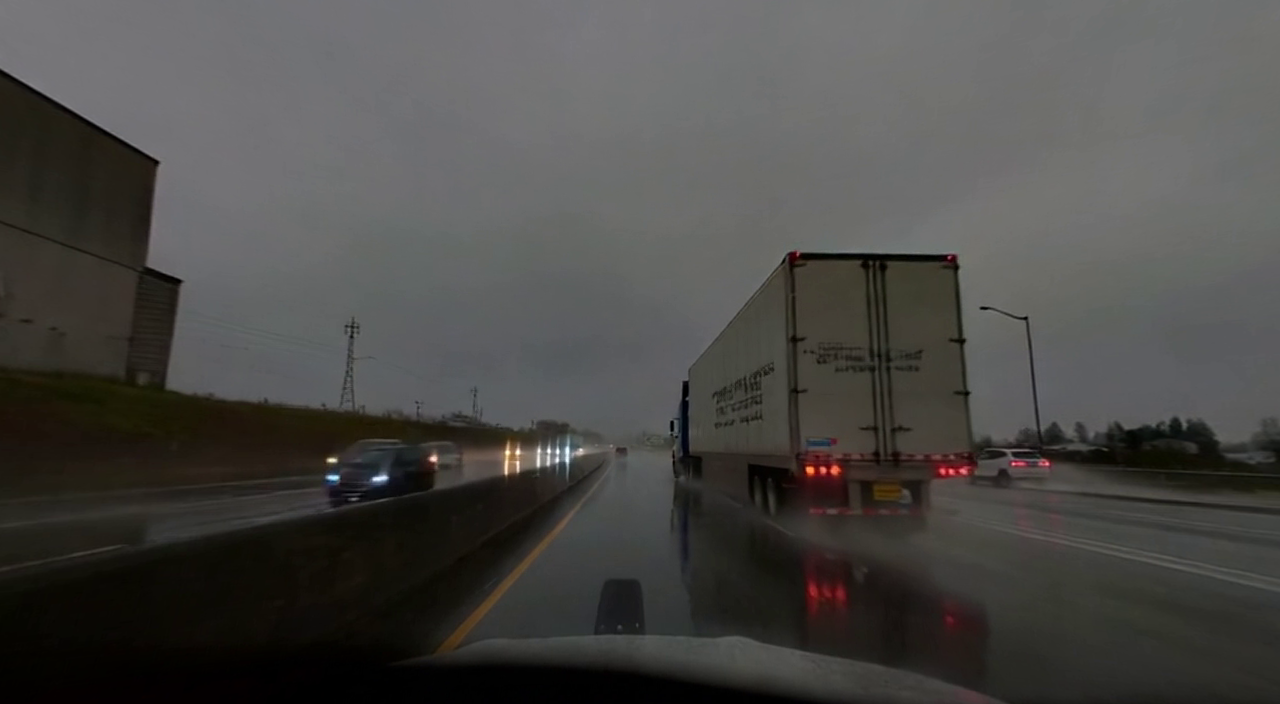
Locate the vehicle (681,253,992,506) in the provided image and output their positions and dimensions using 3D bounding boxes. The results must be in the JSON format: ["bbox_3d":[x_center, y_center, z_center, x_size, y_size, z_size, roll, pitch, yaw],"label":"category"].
[{"bbox_3d":[3.855,1.790,19.471,3.317,4.314,17.803,0,-9,-2],"label":"vehicle"}]

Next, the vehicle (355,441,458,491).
[{"bbox_3d":[-7.879,3.880,21.649,1.912,1.501,4.414,0,-9,-1],"label":"vehicle"}]

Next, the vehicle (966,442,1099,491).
[{"bbox_3d":[14.609,4.254,23.685,2.107,1.648,4.324,0,-9,-1],"label":"vehicle"}]

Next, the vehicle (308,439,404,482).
[{"bbox_3d":[-11.623,4.461,26.000,1.993,1.622,4.248,0,-9,-1],"label":"vehicle"}]
